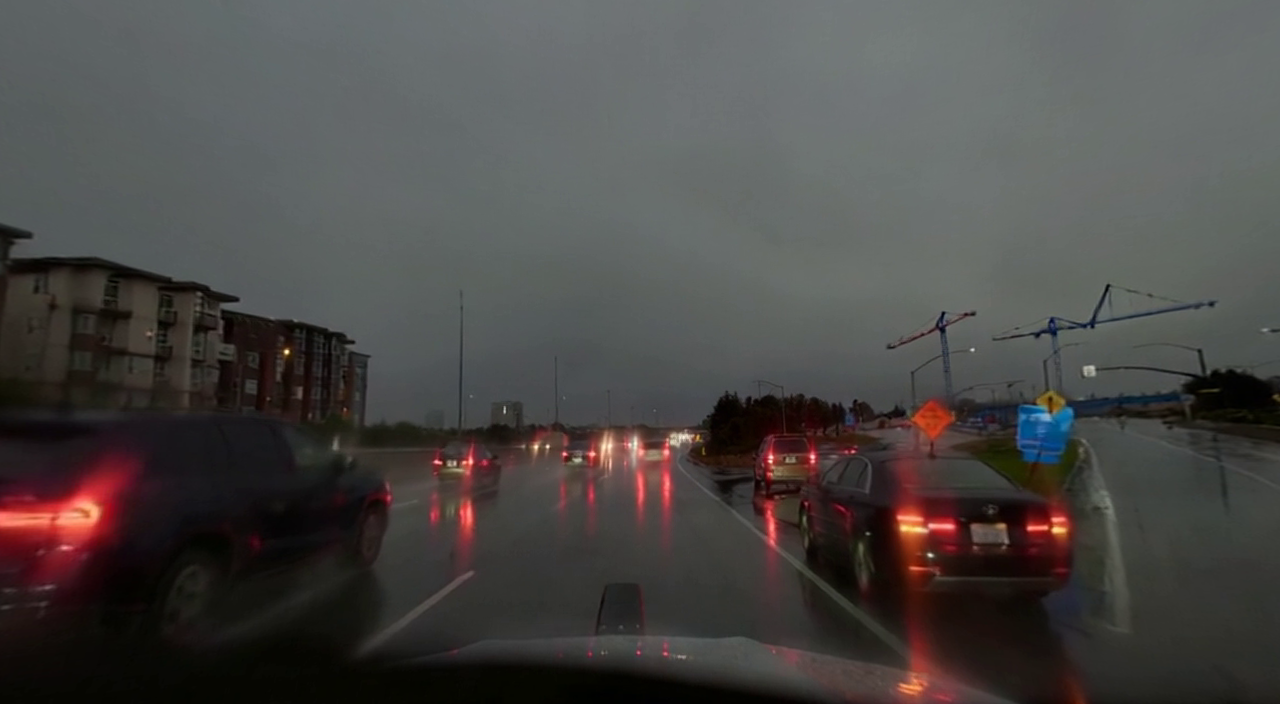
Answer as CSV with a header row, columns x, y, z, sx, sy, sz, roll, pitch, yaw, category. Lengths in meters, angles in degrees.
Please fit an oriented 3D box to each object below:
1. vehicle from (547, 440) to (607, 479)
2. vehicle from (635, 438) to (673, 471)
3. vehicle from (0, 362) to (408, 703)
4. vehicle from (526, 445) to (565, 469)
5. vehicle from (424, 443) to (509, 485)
x,y,z,sx,sy,sz,roll,pitch,yaw,category
-2.836,4.987,29.502,2.109,1.657,4.554,0,-8,3,vehicle
0.818,5.905,36.533,2.116,1.763,4.352,0,-8,1,vehicle
-3.736,1.210,4.957,2.045,1.710,4.382,0,-8,1,vehicle
-6.394,7.158,43.143,1.931,1.505,4.386,0,-8,1,vehicle
-6.765,4.405,25.127,1.959,1.486,4.460,0,-8,2,vehicle
